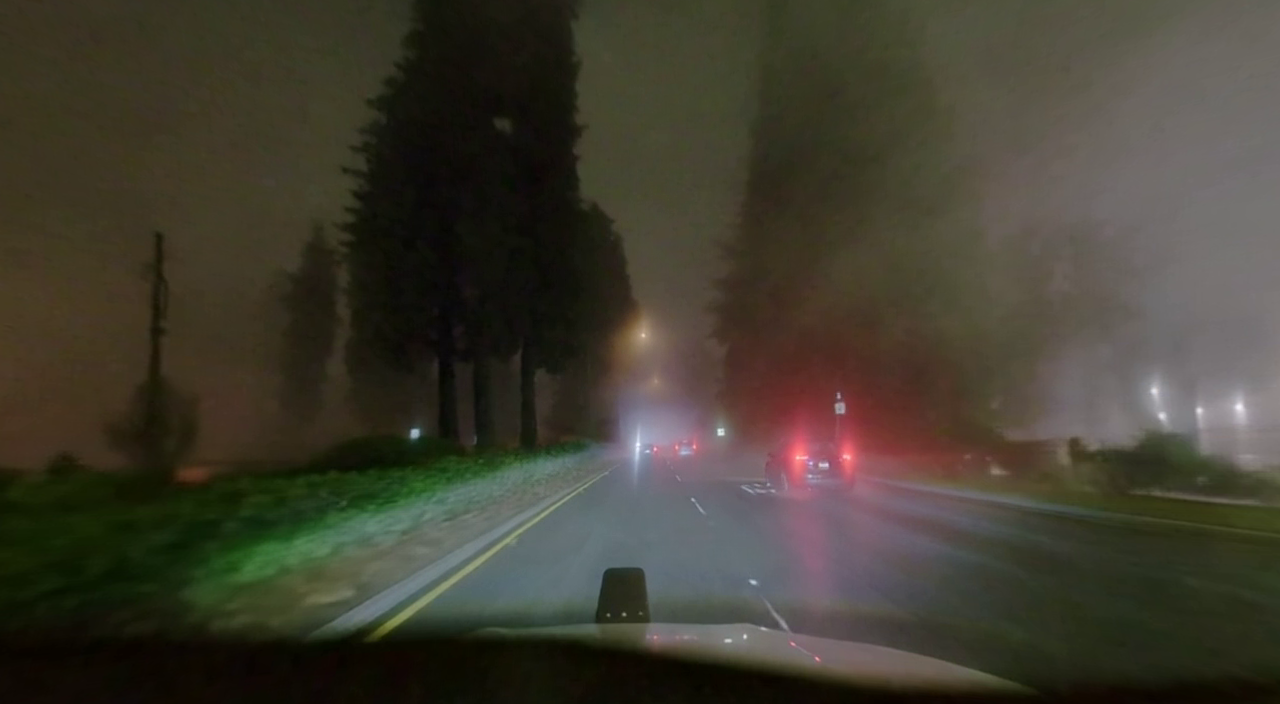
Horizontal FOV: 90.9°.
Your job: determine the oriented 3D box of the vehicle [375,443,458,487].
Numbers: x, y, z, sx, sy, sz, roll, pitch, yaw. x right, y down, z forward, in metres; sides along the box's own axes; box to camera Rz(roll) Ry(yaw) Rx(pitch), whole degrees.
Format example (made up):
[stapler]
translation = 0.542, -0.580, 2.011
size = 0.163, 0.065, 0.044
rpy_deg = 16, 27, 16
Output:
[vehicle]
translation = -10.436, 5.275, 29.902
size = 2.144, 1.835, 4.733
rpy_deg = 1, -8, 0
